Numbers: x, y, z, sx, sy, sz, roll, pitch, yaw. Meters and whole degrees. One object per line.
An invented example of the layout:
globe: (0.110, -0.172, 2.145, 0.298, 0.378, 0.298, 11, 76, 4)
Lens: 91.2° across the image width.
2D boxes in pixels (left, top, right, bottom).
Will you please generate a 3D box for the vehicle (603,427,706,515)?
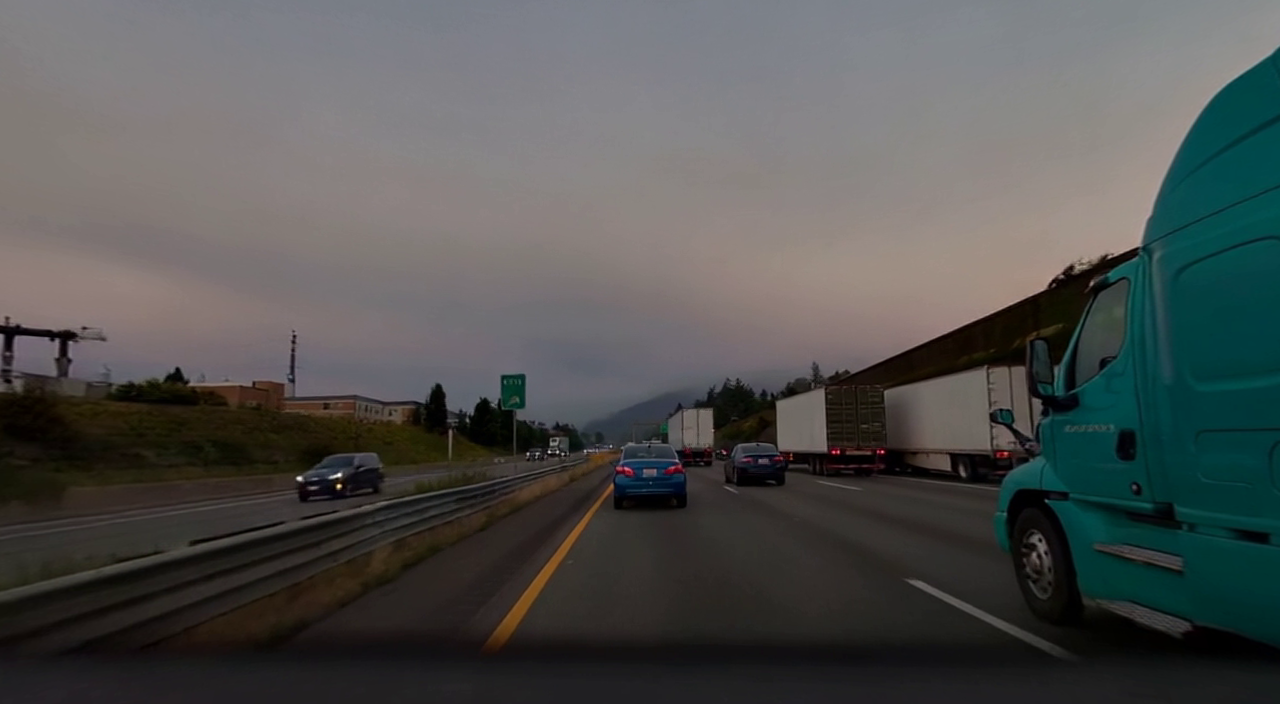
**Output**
vehicle: (0.285, 2.555, 13.796, 1.965, 1.664, 3.428, 0, -9, 0)

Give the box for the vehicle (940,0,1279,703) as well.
vehicle: (4.250, -0.088, 2.566, 2.987, 3.877, 5.881, 0, -9, 0)

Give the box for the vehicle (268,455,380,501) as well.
vehicle: (-11.931, 4.756, 24.063, 1.921, 1.504, 4.633, 0, -9, 0)

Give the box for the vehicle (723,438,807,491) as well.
vehicle: (3.924, 3.598, 20.340, 1.859, 1.512, 3.711, 0, -9, -2)
